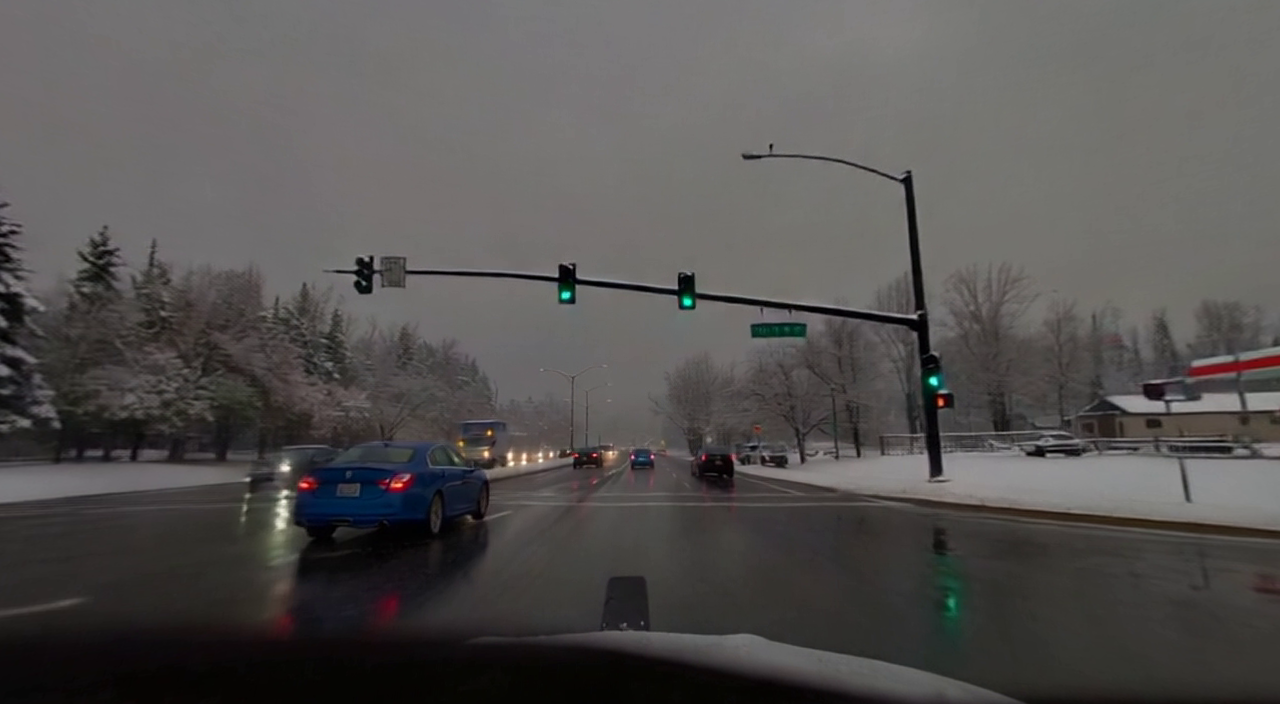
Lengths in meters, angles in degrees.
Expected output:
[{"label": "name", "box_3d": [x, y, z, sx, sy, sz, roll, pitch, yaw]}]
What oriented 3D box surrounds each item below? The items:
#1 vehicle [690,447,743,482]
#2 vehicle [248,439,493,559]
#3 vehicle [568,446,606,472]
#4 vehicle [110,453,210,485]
[{"label": "vehicle", "box_3d": [3.411, 5.074, 28.816, 1.883, 1.465, 3.975, 0, -8, 0]}, {"label": "vehicle", "box_3d": [-3.878, 2.151, 10.089, 1.803, 1.463, 4.422, 0, -8, 2]}, {"label": "vehicle", "box_3d": [-3.151, 6.488, 38.342, 1.841, 1.474, 4.038, 0, -8, 2]}, {"label": "vehicle", "box_3d": [-32.997, 8.033, 43.648, 2.197, 1.842, 5.801, 0, -8, 2]}]
